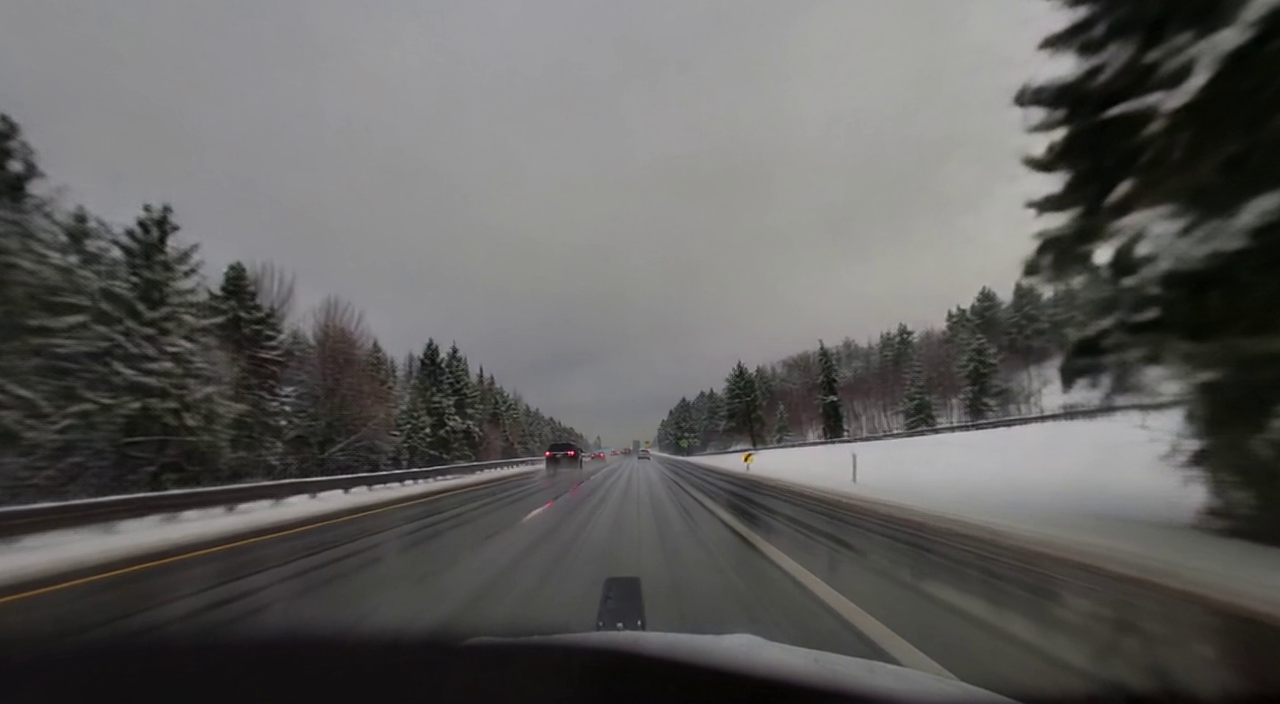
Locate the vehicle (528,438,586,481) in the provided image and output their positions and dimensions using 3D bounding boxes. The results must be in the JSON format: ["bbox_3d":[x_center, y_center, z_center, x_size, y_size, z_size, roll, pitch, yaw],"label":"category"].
[{"bbox_3d":[-3.774,4.972,29.434,2.056,1.811,4.202,0,-9,1],"label":"vehicle"}]
